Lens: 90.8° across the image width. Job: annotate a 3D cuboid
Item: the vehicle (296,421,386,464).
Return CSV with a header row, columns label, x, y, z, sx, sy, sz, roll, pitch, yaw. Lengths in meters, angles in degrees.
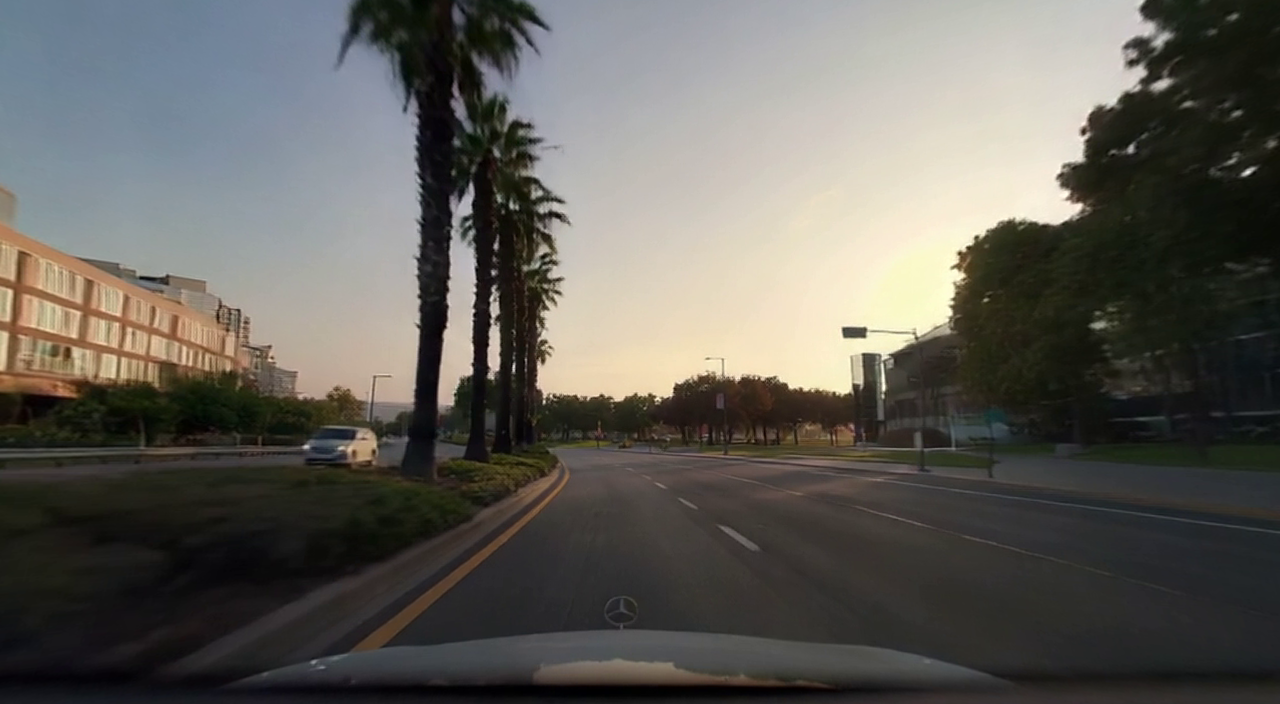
label,x,y,z,sx,sy,sz,roll,pitch,yaw
vehicle,-13.491,4.167,28.919,2.111,1.793,4.783,0,-9,-5
